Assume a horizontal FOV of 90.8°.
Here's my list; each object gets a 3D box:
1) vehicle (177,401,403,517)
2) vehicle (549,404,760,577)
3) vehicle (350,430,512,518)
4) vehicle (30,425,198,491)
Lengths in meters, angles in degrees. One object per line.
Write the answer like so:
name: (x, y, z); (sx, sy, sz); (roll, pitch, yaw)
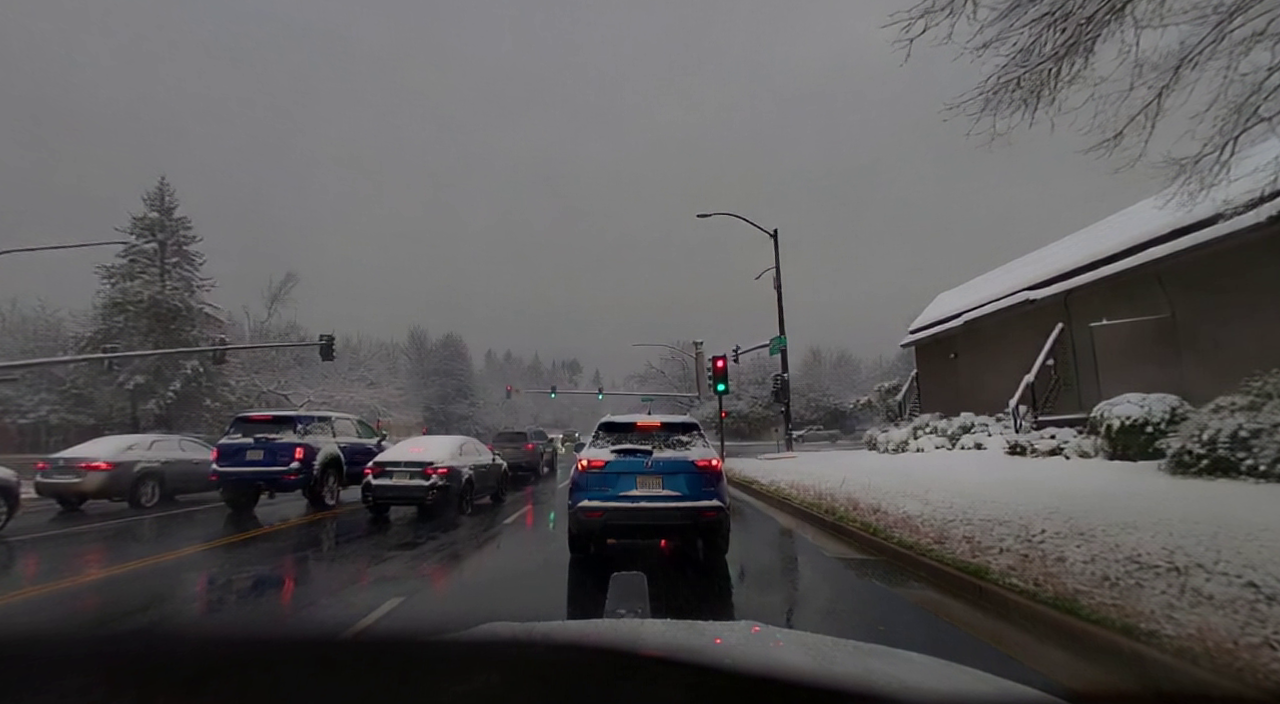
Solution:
vehicle: (-7.403, 2.348, 14.245); (2.195, 2.093, 5.185); (0, -9, -2)
vehicle: (0.102, 1.676, 8.400); (2.055, 1.681, 4.270); (0, -9, -1)
vehicle: (-4.087, 2.453, 13.208); (1.942, 1.523, 4.212); (0, -9, 0)
vehicle: (-17.678, 3.575, 21.589); (2.136, 1.976, 4.342); (0, -9, -4)
